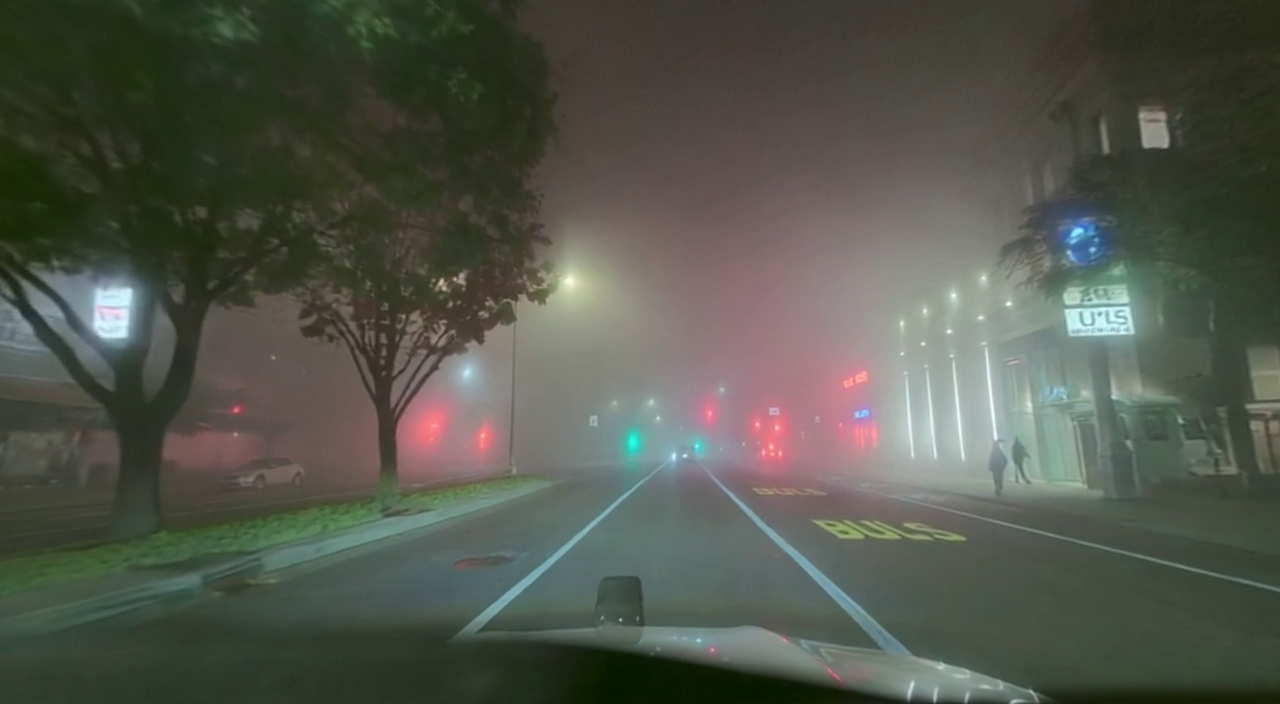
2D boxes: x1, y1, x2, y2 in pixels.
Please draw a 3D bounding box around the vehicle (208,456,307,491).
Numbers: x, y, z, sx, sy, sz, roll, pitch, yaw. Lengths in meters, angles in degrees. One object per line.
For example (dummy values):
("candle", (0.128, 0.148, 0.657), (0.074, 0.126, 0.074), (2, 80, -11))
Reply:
("vehicle", (-18.691, 5.926, 31.149), (1.840, 1.440, 4.442), (-3, -9, 4))
